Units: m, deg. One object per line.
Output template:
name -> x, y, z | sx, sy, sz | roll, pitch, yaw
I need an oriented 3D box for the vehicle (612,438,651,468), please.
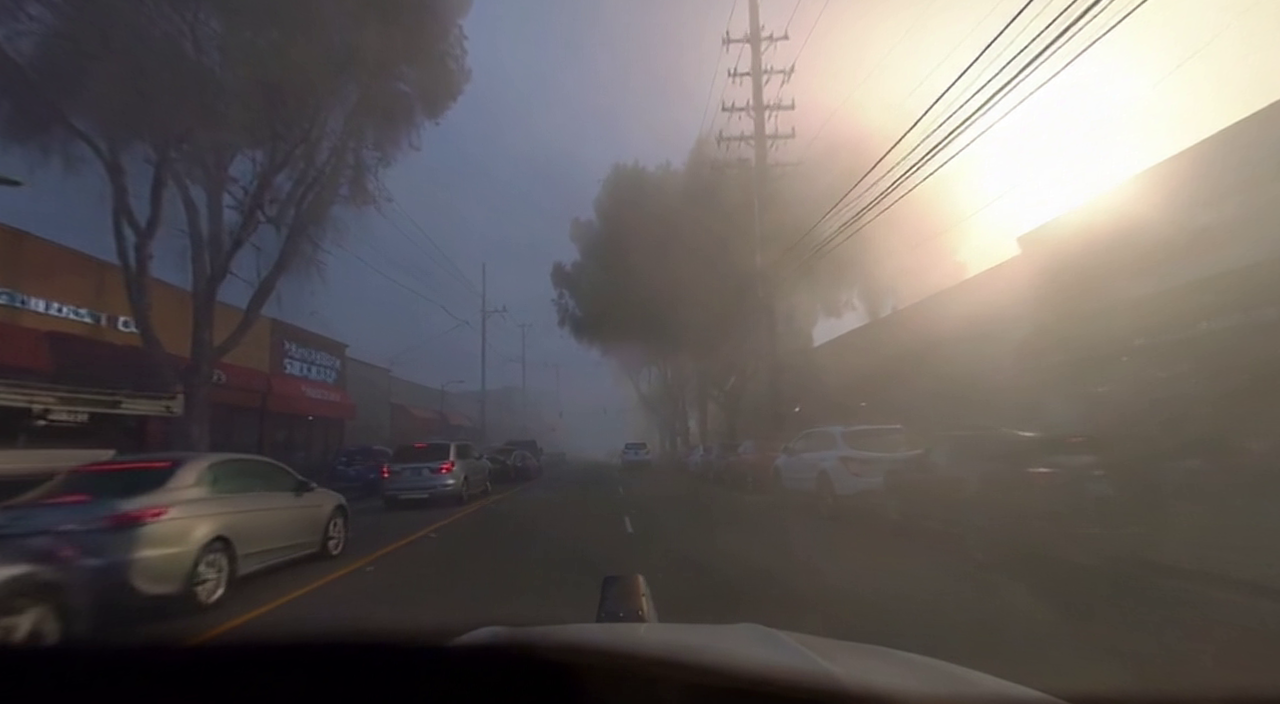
vehicle -> -0.641, 6.935, 43.597 | 2.440, 1.882, 4.611 | 0, -8, -4

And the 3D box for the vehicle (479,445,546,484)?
vehicle -> -5.327, 4.758, 27.043 | 2.053, 1.485, 4.540 | 0, -8, -2

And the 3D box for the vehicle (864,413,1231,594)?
vehicle -> 4.654, 1.751, 8.158 | 1.882, 1.704, 4.055 | 0, -8, -2

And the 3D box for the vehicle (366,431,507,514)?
vehicle -> -5.111, 3.079, 16.781 | 2.341, 1.825, 4.924 | 0, -8, -3

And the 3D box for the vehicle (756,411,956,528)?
vehicle -> 4.211, 2.401, 13.506 | 2.243, 1.992, 5.087 | 0, -8, -3

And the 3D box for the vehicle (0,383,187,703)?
vehicle -> -4.477, 0.896, 2.134 | 2.343, 1.788, 5.038 | 0, -8, -3
